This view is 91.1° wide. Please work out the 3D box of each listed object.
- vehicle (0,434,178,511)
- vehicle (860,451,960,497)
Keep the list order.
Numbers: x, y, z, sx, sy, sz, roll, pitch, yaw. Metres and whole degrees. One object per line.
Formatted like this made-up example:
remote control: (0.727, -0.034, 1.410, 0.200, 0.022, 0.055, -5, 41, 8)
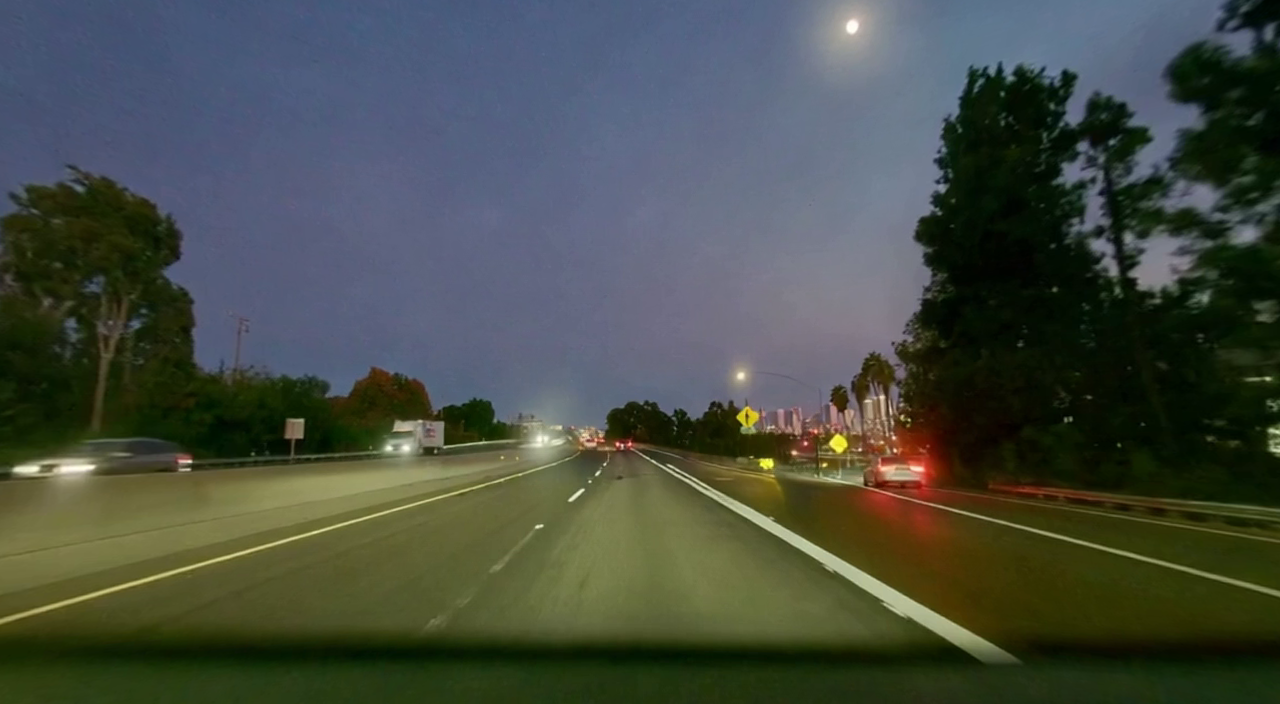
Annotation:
vehicle: (-13.350, 2.658, 14.389, 2.027, 1.464, 4.568, 0, -8, 0)
vehicle: (9.997, 4.515, 23.723, 2.037, 1.487, 4.962, 1, -9, 6)
